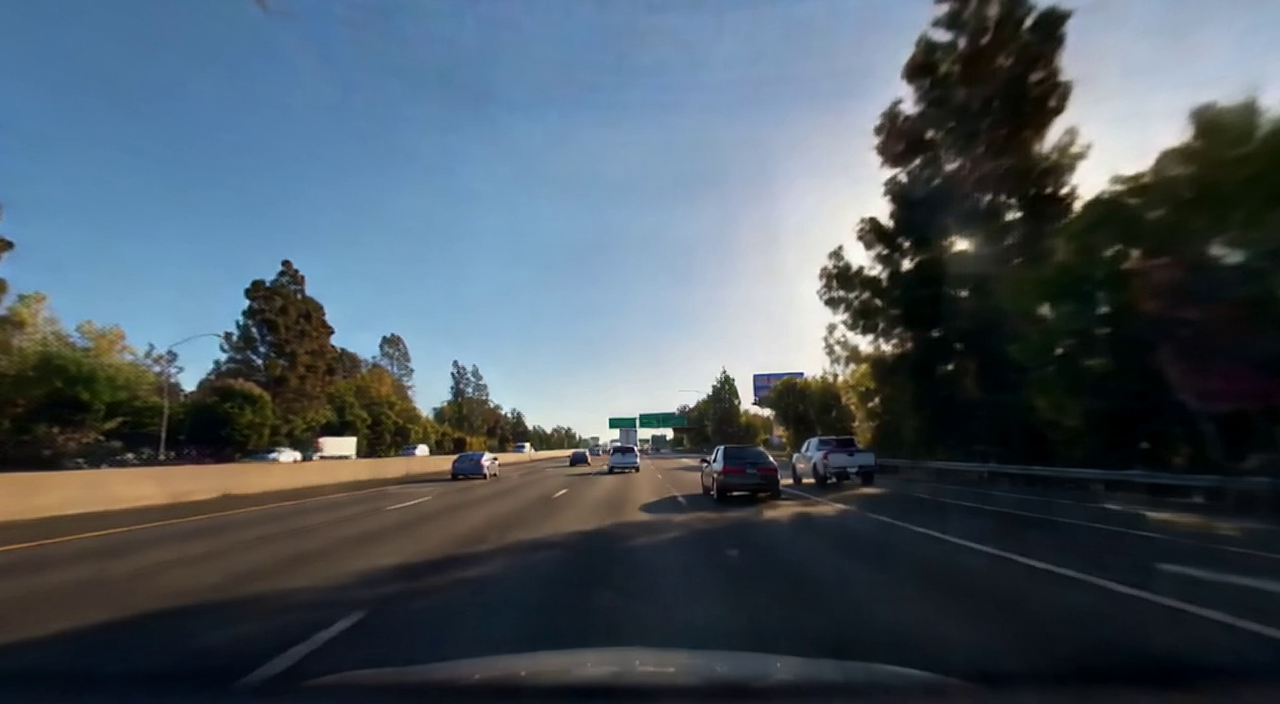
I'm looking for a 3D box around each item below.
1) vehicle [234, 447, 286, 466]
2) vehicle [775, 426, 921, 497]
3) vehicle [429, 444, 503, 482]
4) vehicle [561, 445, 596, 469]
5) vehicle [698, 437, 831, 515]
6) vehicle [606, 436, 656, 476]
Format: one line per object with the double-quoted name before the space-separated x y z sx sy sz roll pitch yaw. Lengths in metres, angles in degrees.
"vehicle" -29.898 8.216 49.822 1.862 1.473 3.639 0 -8 0
"vehicle" 6.317 3.417 20.255 2.635 1.919 5.907 0 -8 -1
"vehicle" -7.356 4.709 27.110 1.920 1.482 4.385 0 -8 0
"vehicle" -4.088 7.042 42.574 1.935 1.487 4.076 0 -8 1
"vehicle" 2.563 2.669 14.150 2.011 1.462 4.286 0 -8 -1
"vehicle" -0.438 5.197 31.819 2.323 1.805 4.729 0 -8 0
